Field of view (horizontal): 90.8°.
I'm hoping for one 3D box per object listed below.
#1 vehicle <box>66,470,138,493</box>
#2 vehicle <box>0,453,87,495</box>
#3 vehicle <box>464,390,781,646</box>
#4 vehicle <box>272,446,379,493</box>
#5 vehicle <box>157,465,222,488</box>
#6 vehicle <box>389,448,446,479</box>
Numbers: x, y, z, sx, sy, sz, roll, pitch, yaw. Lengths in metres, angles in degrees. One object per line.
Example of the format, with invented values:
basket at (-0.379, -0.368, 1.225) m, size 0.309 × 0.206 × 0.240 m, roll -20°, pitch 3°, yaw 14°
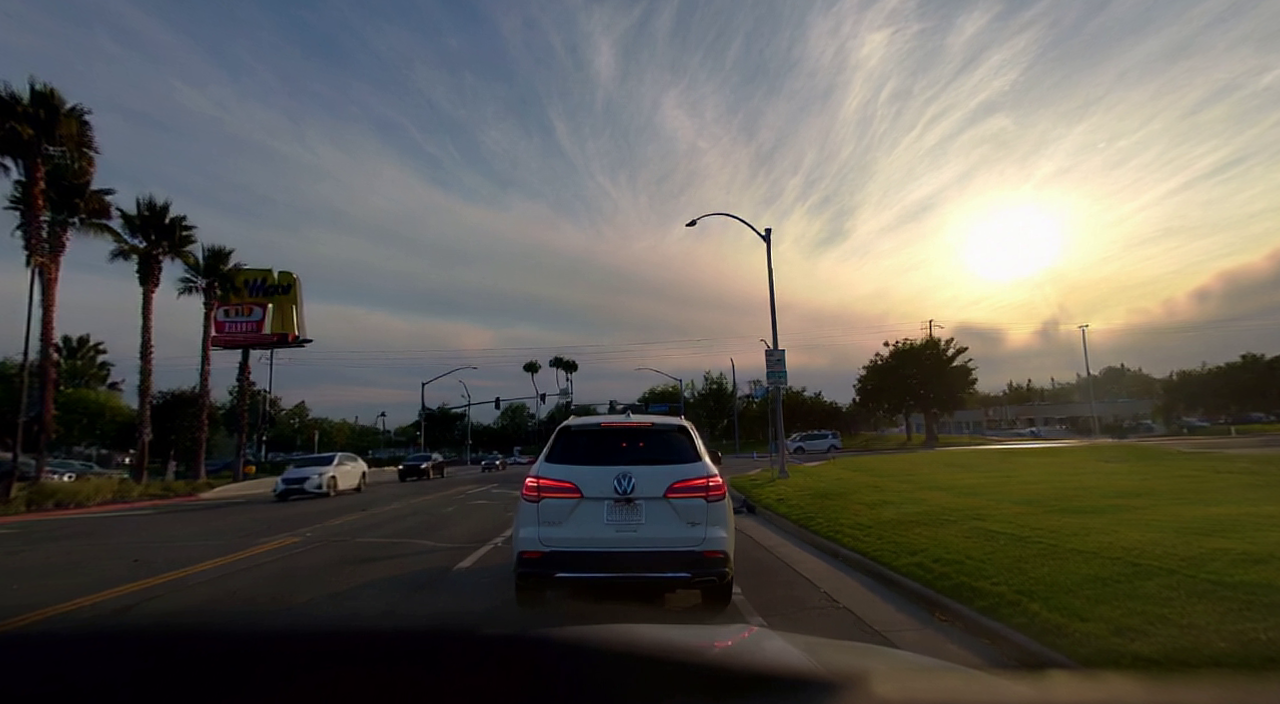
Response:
vehicle at (-39.934, 9.616, 47.039) m, size 1.602 × 1.400 × 4.220 m, roll 0°, pitch -9°, yaw 0°
vehicle at (-28.112, 5.427, 28.219) m, size 4.584 × 1.714 × 2.186 m, roll 4°, pitch -10°, yaw -27°
vehicle at (-0.139, 1.419, 6.330) m, size 2.137 × 1.728 × 3.926 m, roll 0°, pitch -9°, yaw -1°
vehicle at (-12.709, 4.741, 25.884) m, size 1.965 × 1.718 × 4.466 m, roll 0°, pitch -9°, yaw 2°
vehicle at (-33.392, 9.224, 46.973) m, size 1.792 × 1.439 × 3.952 m, roll 0°, pitch -9°, yaw 2°
vehicle at (-14.177, 7.104, 40.576) m, size 2.029 × 1.820 × 4.915 m, roll 0°, pitch -9°, yaw -1°
